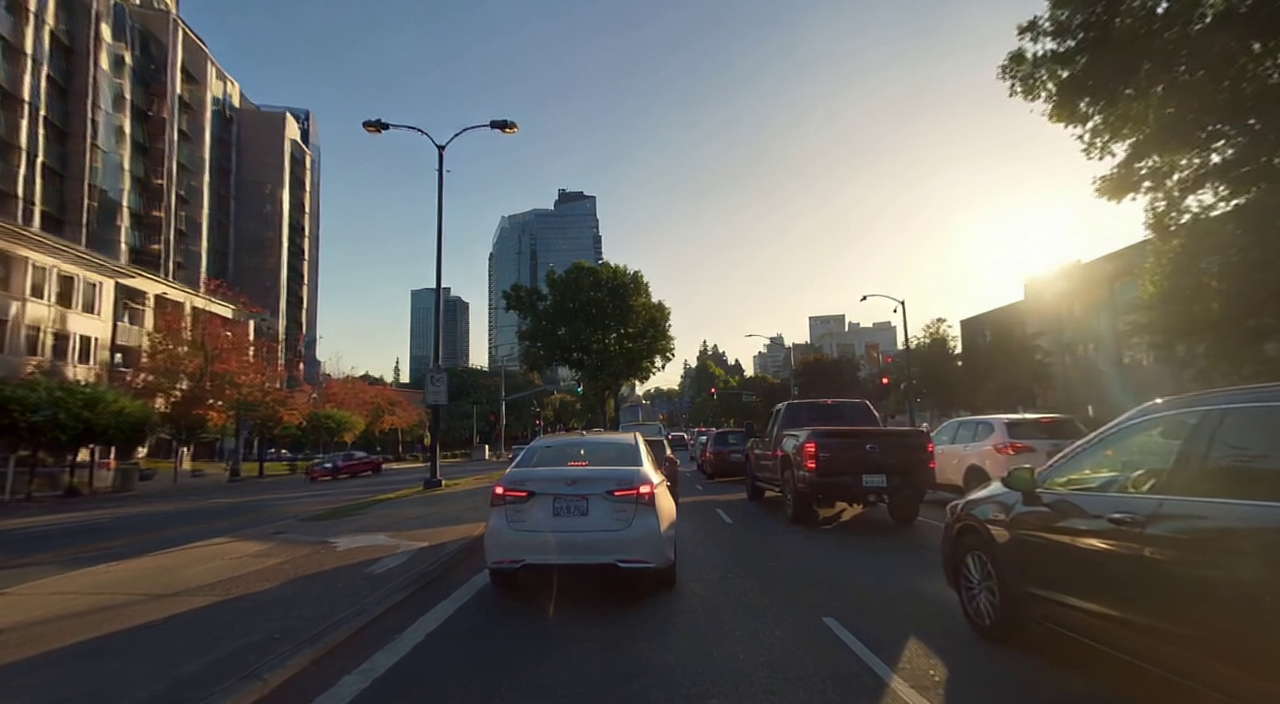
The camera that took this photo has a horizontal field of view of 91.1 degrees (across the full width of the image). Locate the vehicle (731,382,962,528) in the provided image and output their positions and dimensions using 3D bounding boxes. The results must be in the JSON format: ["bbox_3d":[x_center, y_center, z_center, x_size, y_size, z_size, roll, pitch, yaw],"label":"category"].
[{"bbox_3d":[3.524,1.967,12.413,2.497,2.186,5.890,0,-8,0],"label":"vehicle"}]

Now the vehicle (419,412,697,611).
[{"bbox_3d":[-0.608,1.557,7.097,2.172,1.536,4.250,0,-8,1],"label":"vehicle"}]

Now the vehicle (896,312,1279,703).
[{"bbox_3d":[3.168,0.843,2.837,2.024,1.723,4.714,0,-8,0],"label":"vehicle"}]
